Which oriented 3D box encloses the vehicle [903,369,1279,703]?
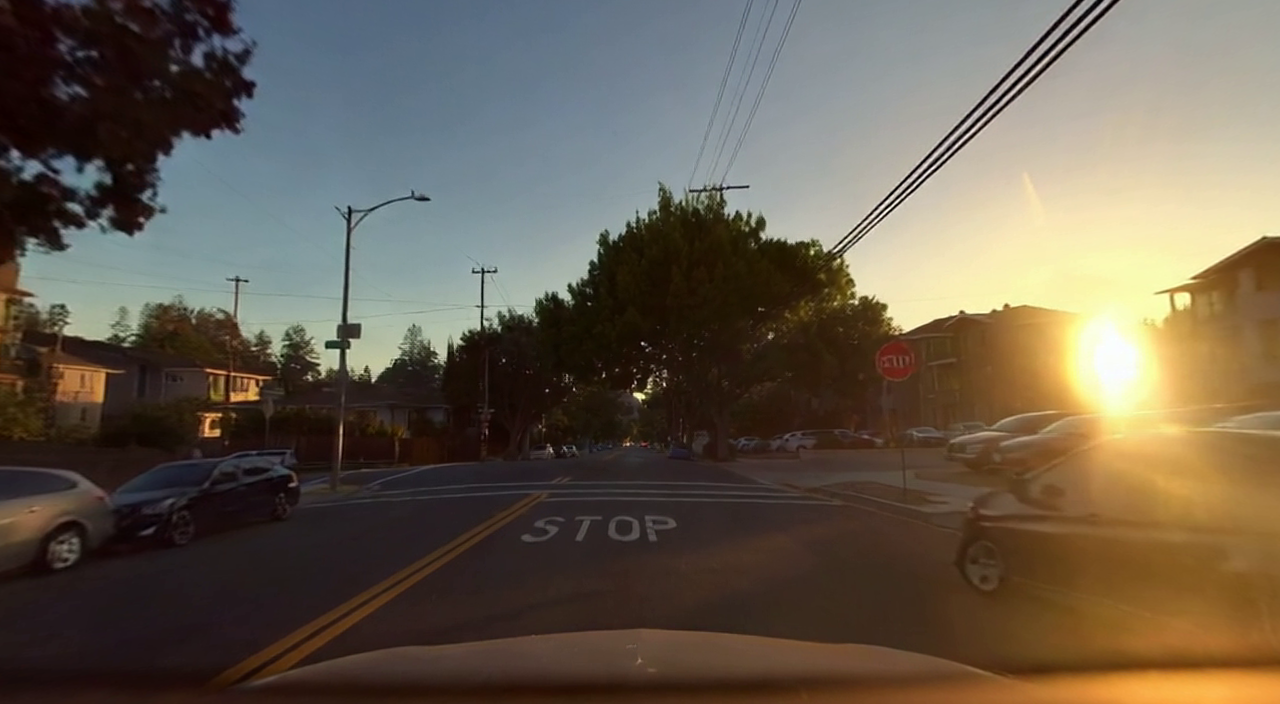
[{"bbox_3d":[3.723,1.110,4.292,1.976,1.614,4.052,0,-8,-2],"label":"vehicle"}]

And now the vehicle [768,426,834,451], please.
[{"bbox_3d":[11.325,6.091,44.301,4.509,1.664,1.981,5,-10,-34],"label":"vehicle"}]

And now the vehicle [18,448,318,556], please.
[{"bbox_3d":[-8.147,2.561,11.676,2.018,1.493,4.693,-1,-8,-1],"label":"vehicle"}]

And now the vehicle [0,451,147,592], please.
[{"bbox_3d":[-7.871,1.809,6.515,1.904,1.488,4.600,0,-8,-1],"label":"vehicle"}]
